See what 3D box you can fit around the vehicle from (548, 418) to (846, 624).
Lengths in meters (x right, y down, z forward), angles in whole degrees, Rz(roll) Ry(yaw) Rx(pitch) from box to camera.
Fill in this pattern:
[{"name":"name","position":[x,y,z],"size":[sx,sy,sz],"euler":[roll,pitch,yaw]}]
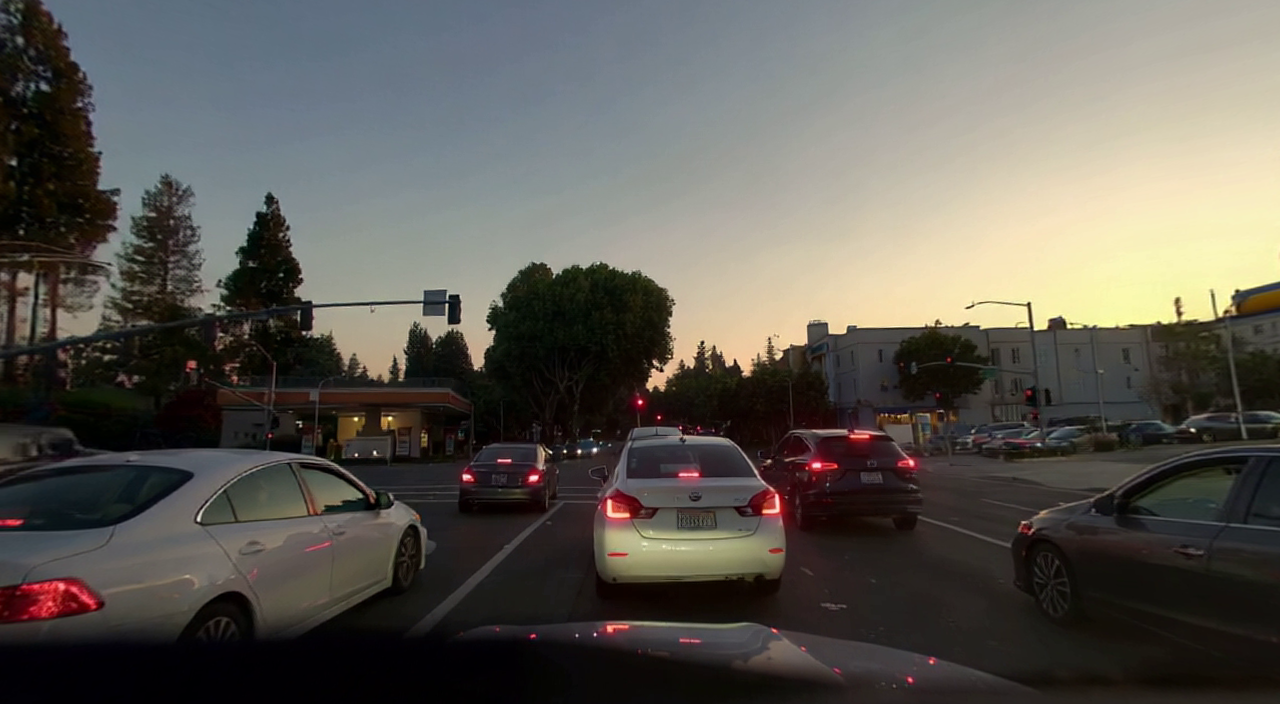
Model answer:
[{"name":"vehicle","position":[0.373,1.587,6.931],"size":[2.220,1.507,4.317],"euler":[0,-9,-1]}]

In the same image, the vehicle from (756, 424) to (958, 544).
[{"name":"vehicle","position":[3.377,2.127,10.792],"size":[1.947,1.630,4.127],"euler":[0,-9,0]}]

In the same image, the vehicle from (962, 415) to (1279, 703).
[{"name":"vehicle","position":[4.174,1.142,3.638],"size":[1.950,1.497,4.686],"euler":[0,-9,-3]}]

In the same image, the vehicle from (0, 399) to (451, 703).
[{"name":"vehicle","position":[-3.008,1.256,4.608],"size":[1.887,1.493,4.255],"euler":[0,-9,0]}]

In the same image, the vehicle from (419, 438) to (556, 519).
[{"name":"vehicle","position":[-3.079,2.641,13.694],"size":[1.867,1.474,4.237],"euler":[0,-9,0]}]
